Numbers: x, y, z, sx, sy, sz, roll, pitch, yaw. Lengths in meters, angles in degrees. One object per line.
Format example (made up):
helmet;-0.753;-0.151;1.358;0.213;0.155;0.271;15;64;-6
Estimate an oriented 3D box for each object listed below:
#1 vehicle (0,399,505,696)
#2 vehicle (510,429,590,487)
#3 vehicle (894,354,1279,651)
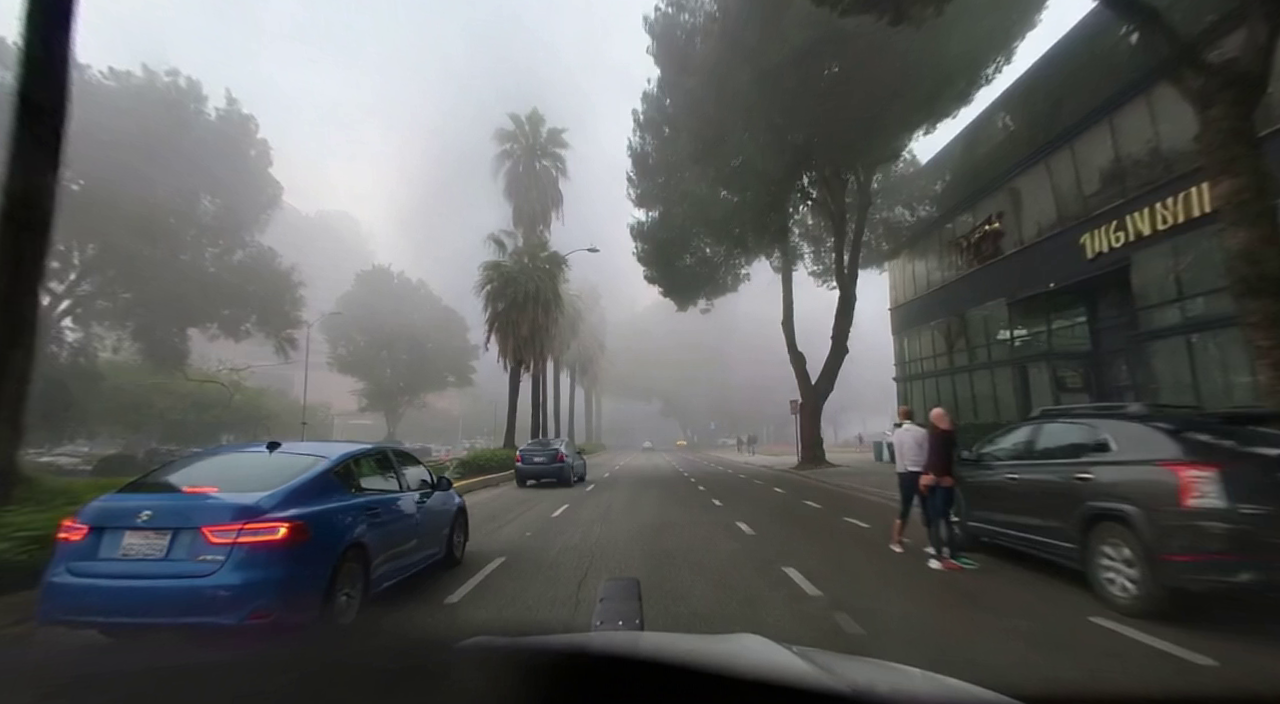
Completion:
vehicle;-2.770;1.351;5.588;2.071;1.544;4.383;0;-8;2
vehicle;-2.833;3.462;20.803;1.894;1.702;3.999;0;-8;2
vehicle;4.516;1.285;6.434;2.060;1.856;4.878;-1;-8;3
